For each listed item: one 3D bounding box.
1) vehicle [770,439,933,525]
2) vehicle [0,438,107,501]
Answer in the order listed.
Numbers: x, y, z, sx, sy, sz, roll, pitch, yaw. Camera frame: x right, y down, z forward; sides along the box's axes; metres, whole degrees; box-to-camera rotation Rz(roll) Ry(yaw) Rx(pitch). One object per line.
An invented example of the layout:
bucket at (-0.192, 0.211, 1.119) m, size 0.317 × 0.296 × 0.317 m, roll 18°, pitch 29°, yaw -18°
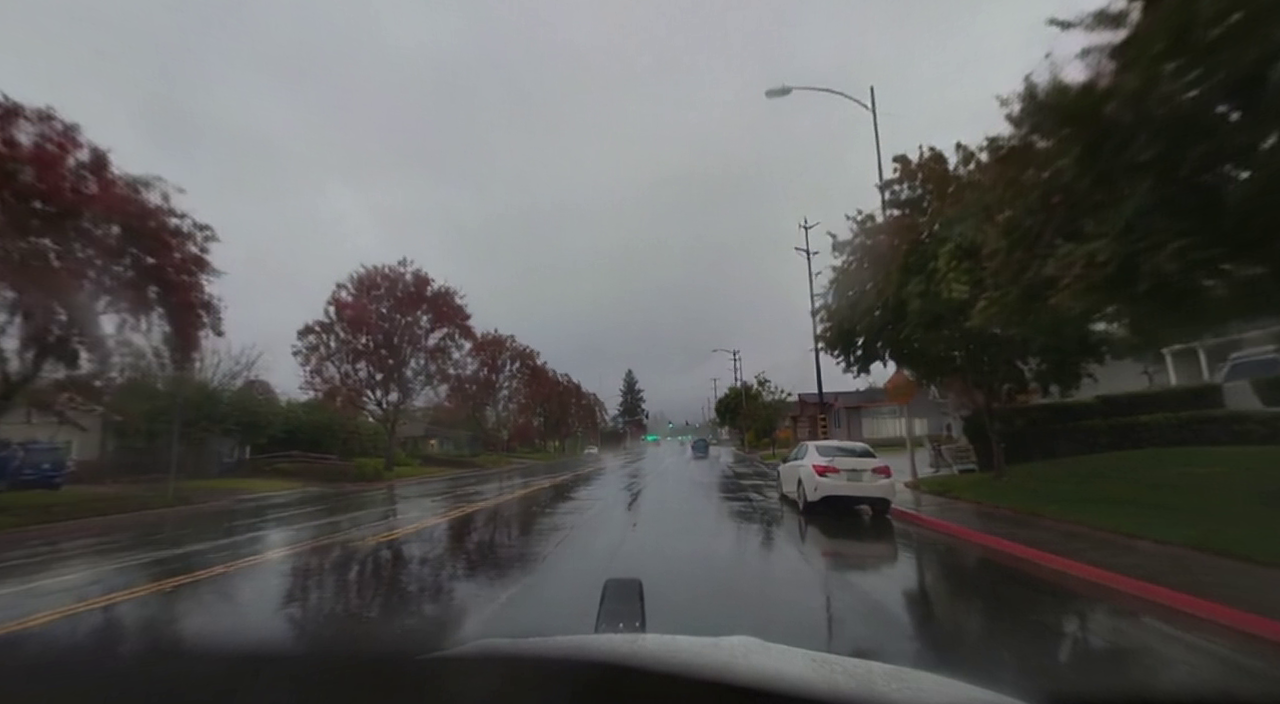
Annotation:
vehicle at (4.123, 2.576, 13.248) m, size 1.993 × 1.457 × 4.599 m, roll -1°, pitch -8°, yaw 3°
vehicle at (-22.477, 4.145, 22.429) m, size 5.134 × 2.110 × 2.040 m, roll 0°, pitch -8°, yaw 0°
